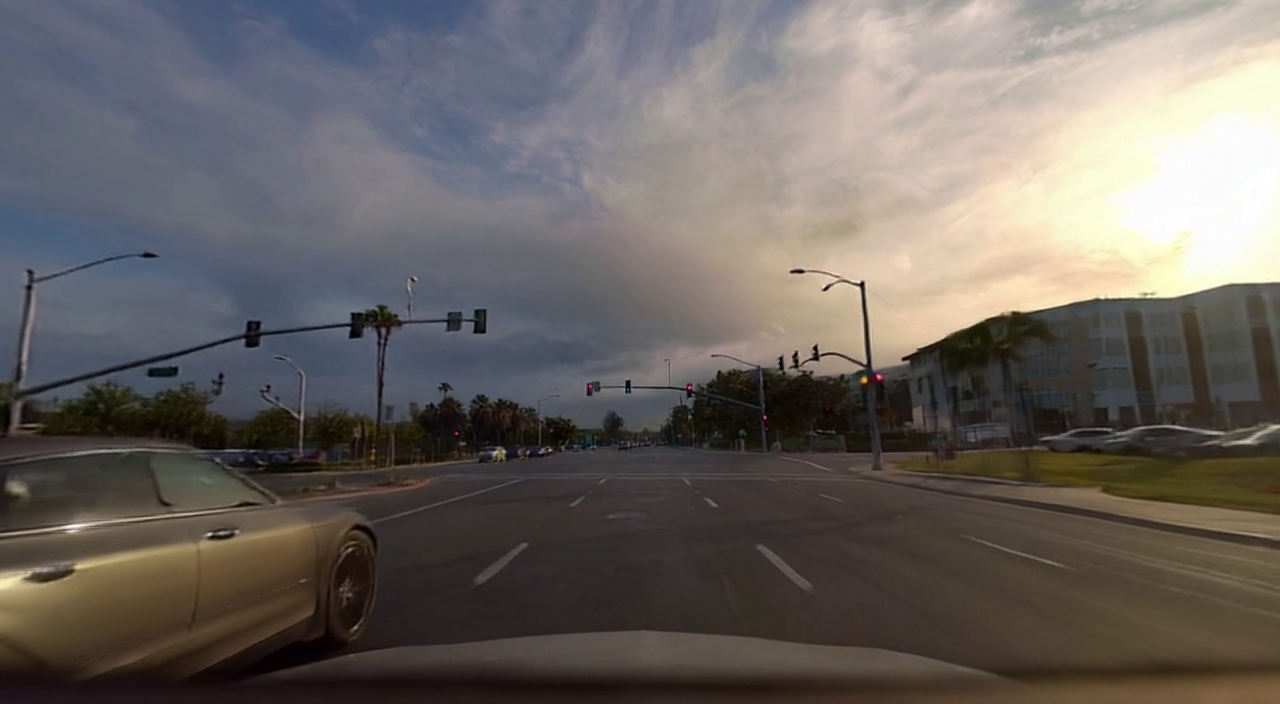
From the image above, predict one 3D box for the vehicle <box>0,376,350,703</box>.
[{"bbox_3d":[-3.205,0.853,2.050,2.162,1.549,4.795,0,-8,1],"label":"vehicle"}]
